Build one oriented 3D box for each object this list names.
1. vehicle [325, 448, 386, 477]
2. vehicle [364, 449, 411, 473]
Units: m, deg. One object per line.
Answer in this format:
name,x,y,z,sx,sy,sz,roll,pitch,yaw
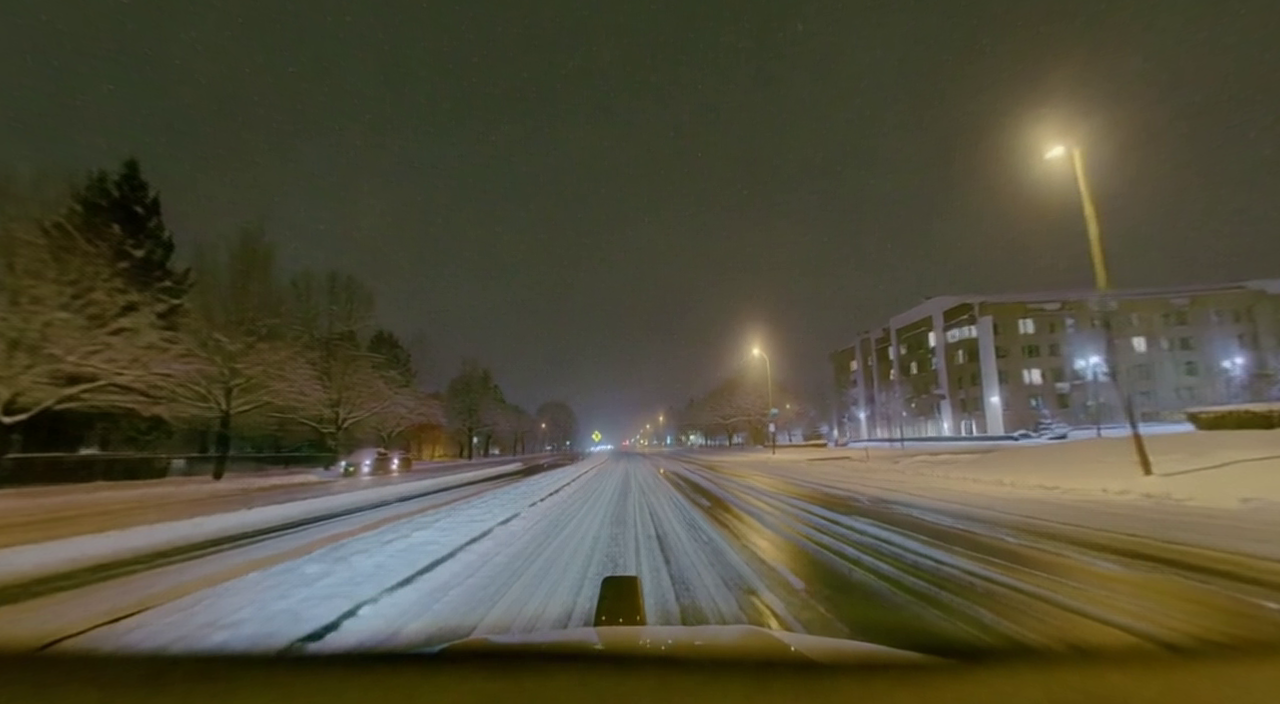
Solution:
vehicle,-19.509,7.553,43.576,2.255,1.848,4.617,0,-8,-2
vehicle,-19.679,8.523,49.450,1.965,1.665,4.577,-2,-9,-2
